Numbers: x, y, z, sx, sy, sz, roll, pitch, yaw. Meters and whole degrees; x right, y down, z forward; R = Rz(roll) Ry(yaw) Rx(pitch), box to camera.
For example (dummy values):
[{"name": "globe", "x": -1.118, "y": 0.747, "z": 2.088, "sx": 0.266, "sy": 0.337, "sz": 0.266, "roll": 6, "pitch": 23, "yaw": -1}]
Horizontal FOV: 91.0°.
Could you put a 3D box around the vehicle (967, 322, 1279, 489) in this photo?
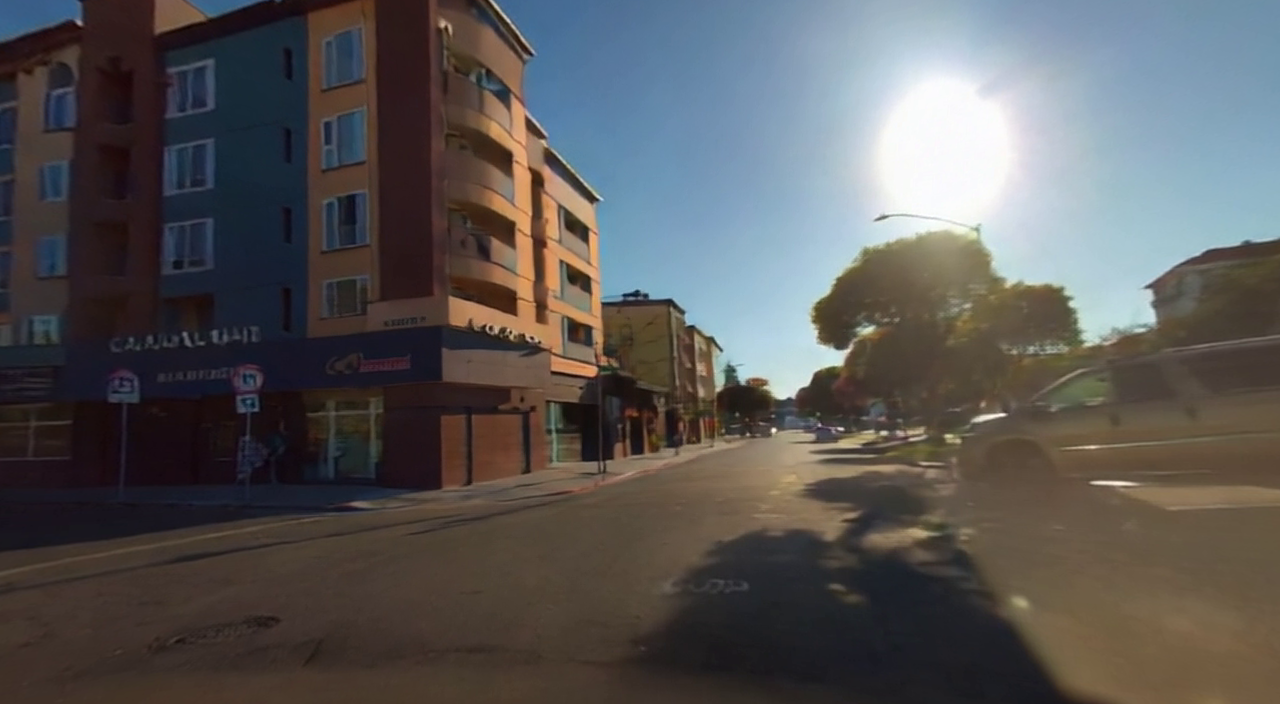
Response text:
[{"name": "vehicle", "x": 9.643, "y": 1.030, "z": 11.181, "sx": 2.239, "sy": 2.498, "sz": 6.221, "roll": 6, "pitch": -10, "yaw": -41}]
